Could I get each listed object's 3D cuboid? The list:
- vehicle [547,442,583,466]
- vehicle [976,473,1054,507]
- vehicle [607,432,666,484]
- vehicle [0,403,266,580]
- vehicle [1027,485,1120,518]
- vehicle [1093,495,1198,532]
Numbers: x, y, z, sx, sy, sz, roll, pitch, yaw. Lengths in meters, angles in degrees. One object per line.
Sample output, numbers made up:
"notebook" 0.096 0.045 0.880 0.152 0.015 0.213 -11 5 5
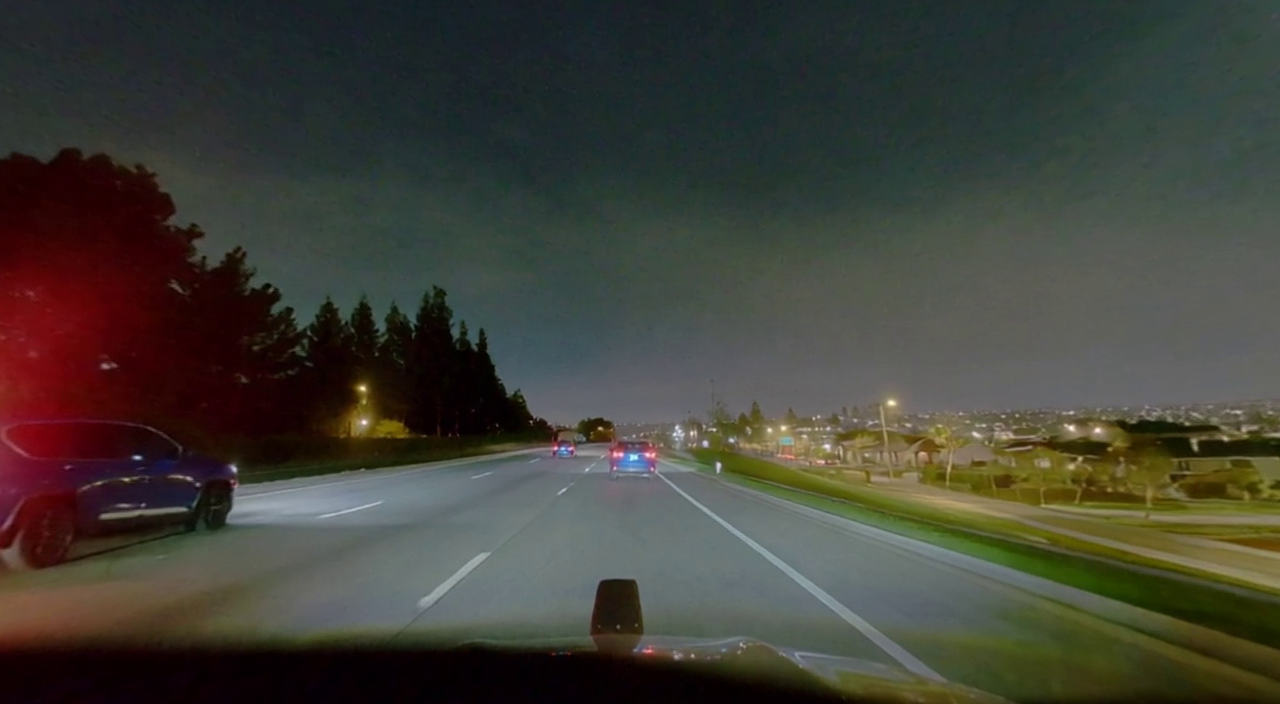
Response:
"vehicle" -5.226 7.142 44.538 2.123 1.592 4.505 0 -8 -1
"vehicle" 26.564 9.749 44.962 1.858 1.849 4.942 1 -7 -11
"vehicle" -0.129 4.127 24.920 2.125 1.830 4.370 0 -8 0
"vehicle" -7.034 1.564 7.632 1.997 1.650 5.090 0 -8 -1
"vehicle" 27.209 9.390 39.881 1.874 1.577 4.877 2 -8 -9
"vehicle" 27.879 8.903 35.054 1.845 1.533 4.455 1 -8 -6
